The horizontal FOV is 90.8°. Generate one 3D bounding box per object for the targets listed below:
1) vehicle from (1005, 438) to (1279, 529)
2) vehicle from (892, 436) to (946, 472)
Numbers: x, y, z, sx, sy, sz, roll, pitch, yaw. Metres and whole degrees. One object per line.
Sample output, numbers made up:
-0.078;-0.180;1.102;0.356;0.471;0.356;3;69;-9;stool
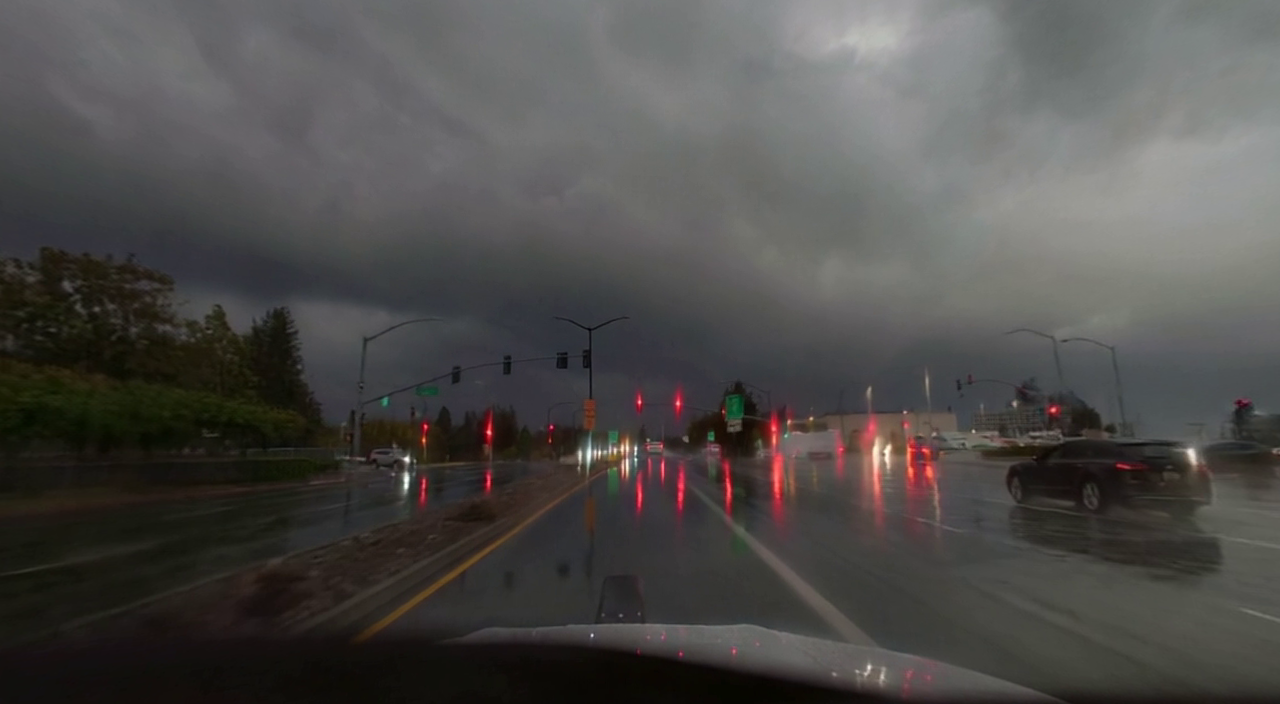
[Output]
9.747;2.524;12.849;1.933;1.500;4.458;0;-8;-1;vehicle
15.325;5.621;34.954;1.951;1.843;4.335;-2;-9;14;vehicle
